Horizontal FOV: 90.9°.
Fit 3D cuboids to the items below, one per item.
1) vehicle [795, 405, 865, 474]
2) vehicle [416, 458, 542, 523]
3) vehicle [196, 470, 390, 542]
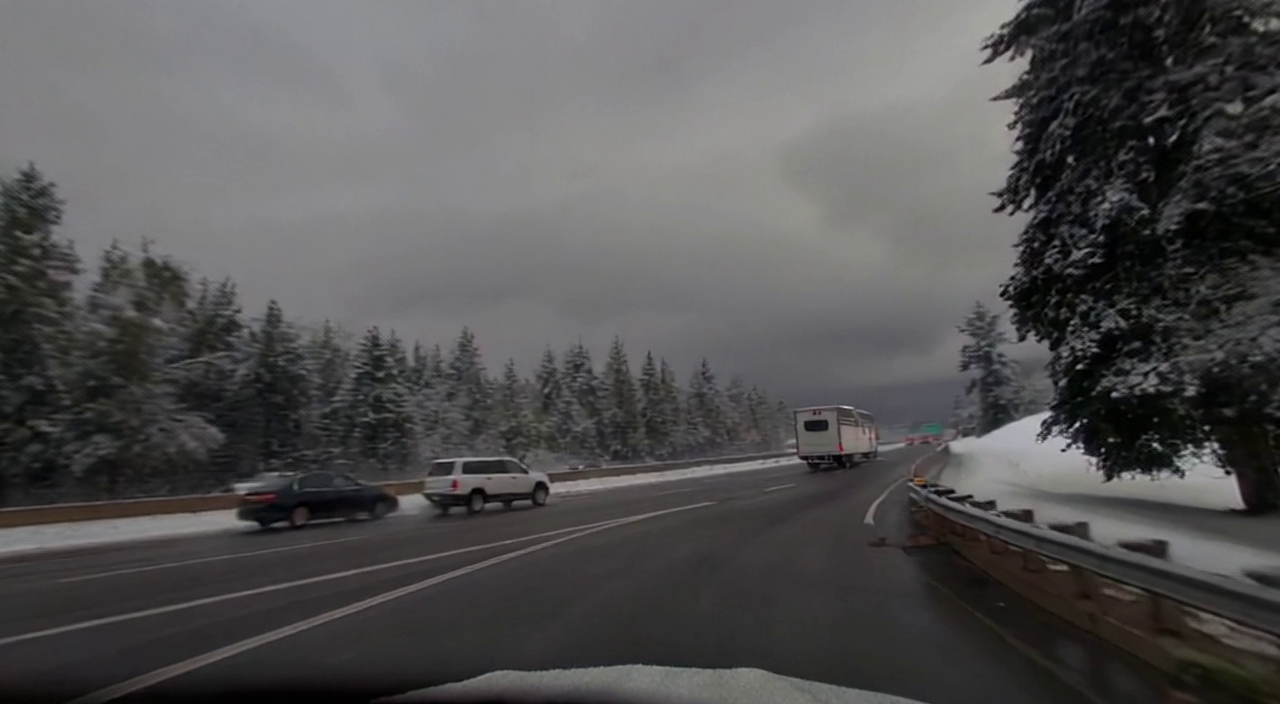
[{"bbox_3d":[13.643,6.283,44.692,3.123,4.328,9.076,-5,-10,26],"label":"vehicle"},{"bbox_3d":[-4.415,3.780,17.649,1.778,1.560,3.030,-5,-10,28],"label":"vehicle"},{"bbox_3d":[-9.129,4.017,16.995,1.872,1.536,4.134,-5,-10,28],"label":"vehicle"}]
